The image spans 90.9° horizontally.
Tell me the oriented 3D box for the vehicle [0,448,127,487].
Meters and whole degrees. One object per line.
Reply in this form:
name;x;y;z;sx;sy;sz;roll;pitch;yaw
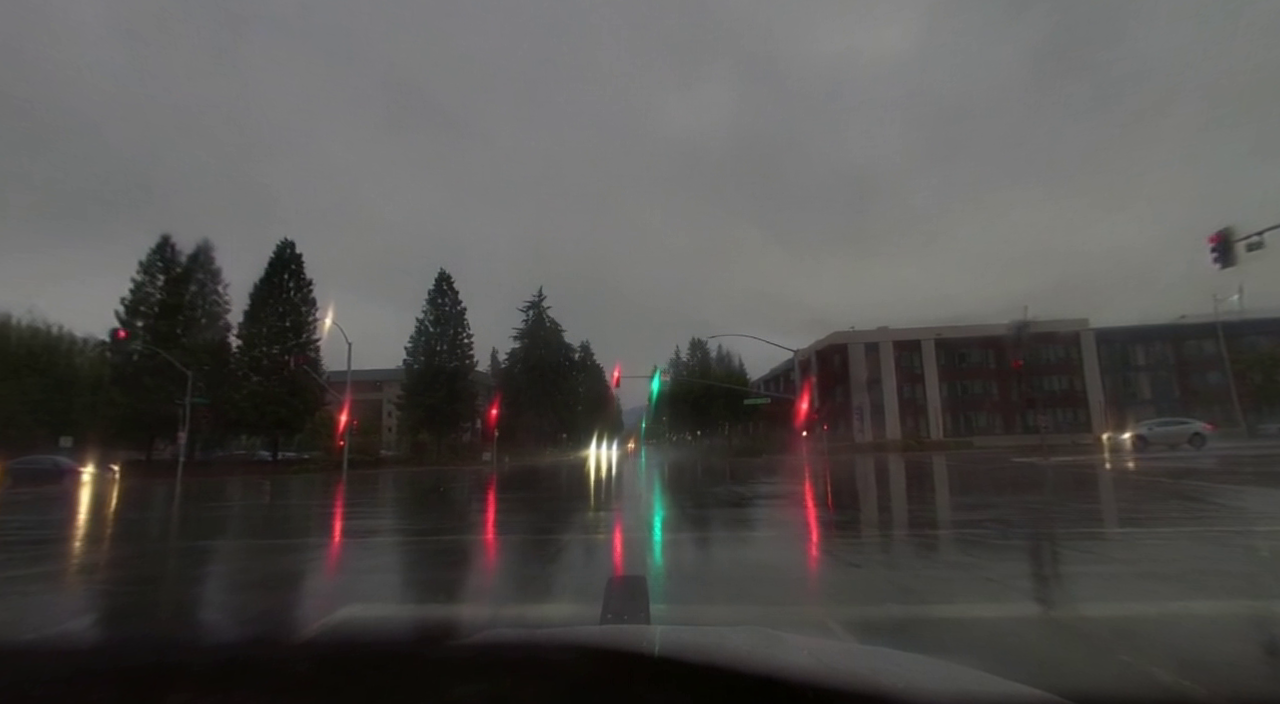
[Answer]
vehicle;-25.182;4.964;27.257;4.332;1.573;1.900;0;-8;3

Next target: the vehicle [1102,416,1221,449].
vehicle;27.440;4.276;33.285;4.483;1.691;1.949;0;-8;2
